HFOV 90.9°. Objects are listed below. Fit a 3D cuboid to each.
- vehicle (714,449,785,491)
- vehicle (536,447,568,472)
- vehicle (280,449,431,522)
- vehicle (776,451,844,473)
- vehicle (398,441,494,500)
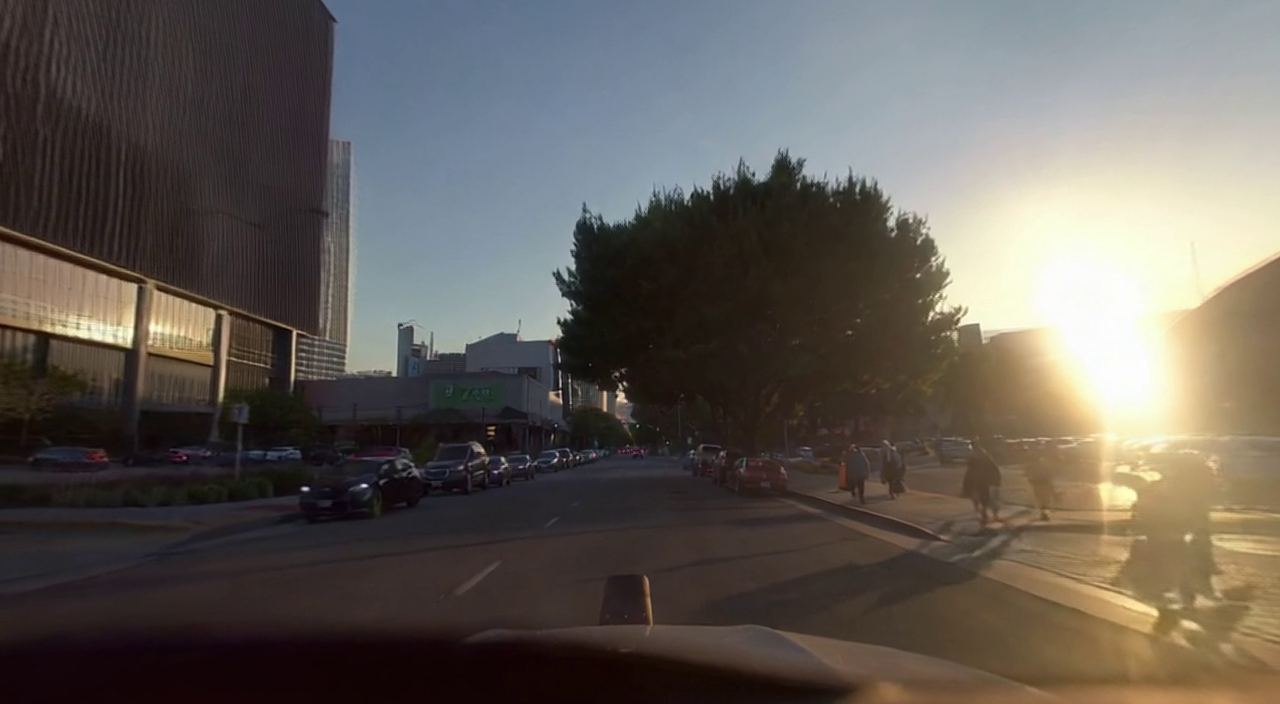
[{"bbox_3d":[4.324,4.729,25.607,1.973,1.494,4.867,0,-9,-1],"label":"vehicle"},{"bbox_3d":[-6.908,8.535,49.735,1.996,1.770,5.518,-2,-10,-3],"label":"vehicle"},{"bbox_3d":[-6.964,3.256,16.074,1.917,1.487,4.659,-1,-8,-3],"label":"vehicle"},{"bbox_3d":[12.676,8.185,47.058,4.499,1.558,2.007,-5,-10,29],"label":"vehicle"},{"bbox_3d":[-6.910,4.224,23.101,2.238,1.891,4.780,0,-8,-3],"label":"vehicle"}]
